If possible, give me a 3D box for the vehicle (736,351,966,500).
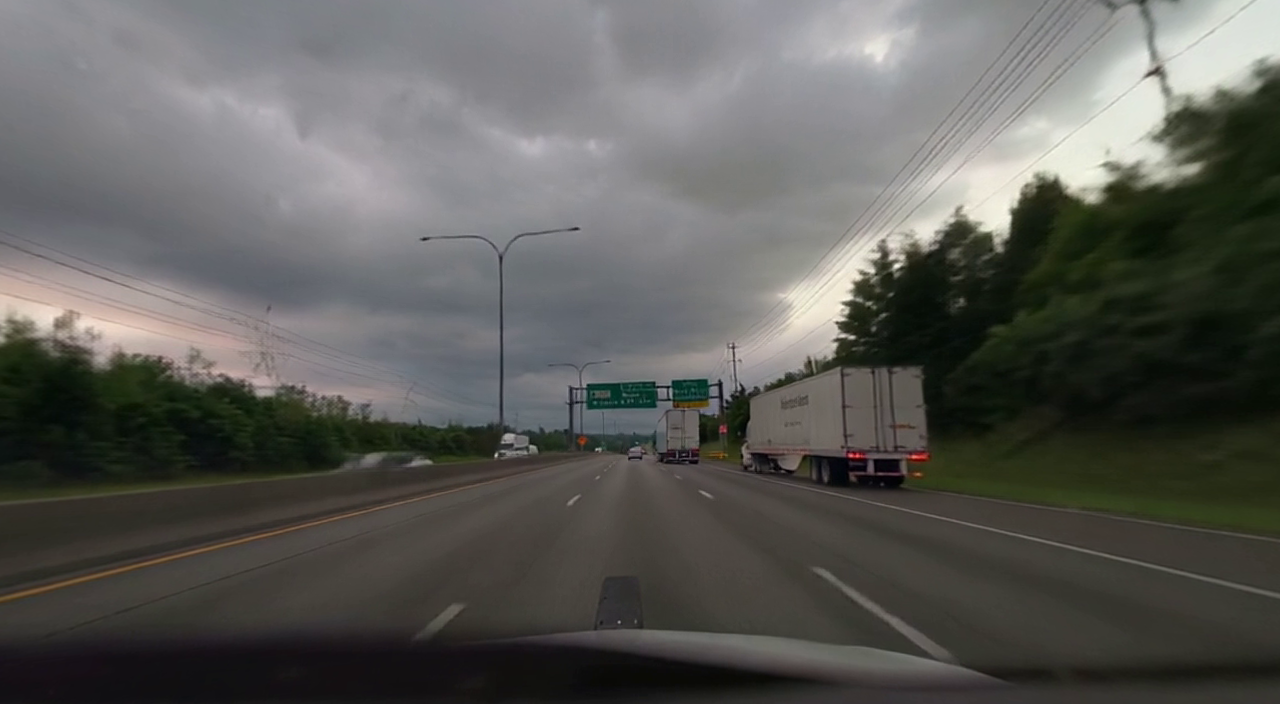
[{"bbox_3d":[7.195,3.337,26.294,3.400,4.134,17.388,0,-9,-1],"label":"vehicle"}]

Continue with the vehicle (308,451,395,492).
[{"bbox_3d":[-11.828,4.884,26.041,1.804,1.500,3.794,0,-9,-1],"label":"vehicle"}]

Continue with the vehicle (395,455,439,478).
[{"bbox_3d":[-15.562,7.995,44.073,1.740,1.476,3.811,0,-9,0],"label":"vehicle"}]
